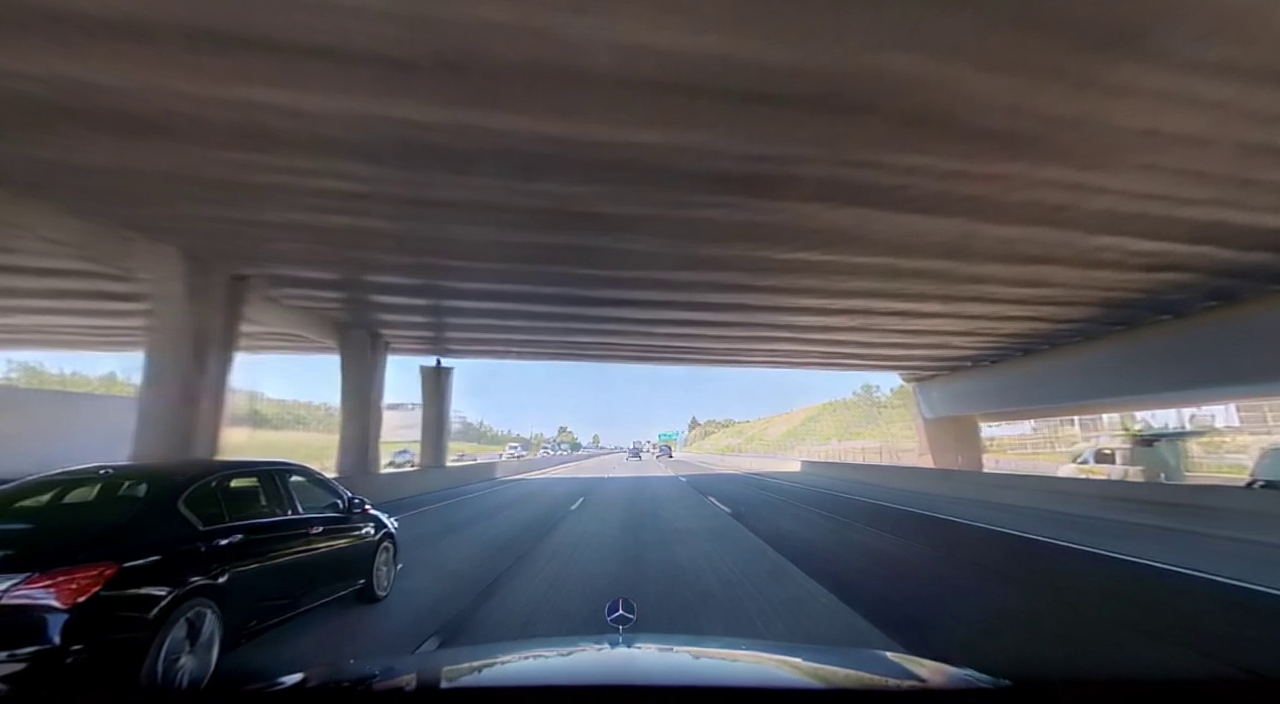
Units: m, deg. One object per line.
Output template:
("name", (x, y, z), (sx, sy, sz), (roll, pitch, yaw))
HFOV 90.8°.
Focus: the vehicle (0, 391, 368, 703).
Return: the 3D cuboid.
("vehicle", (-3.399, 1.035, 3.016), (2.180, 1.537, 4.459), (0, -9, 0))
